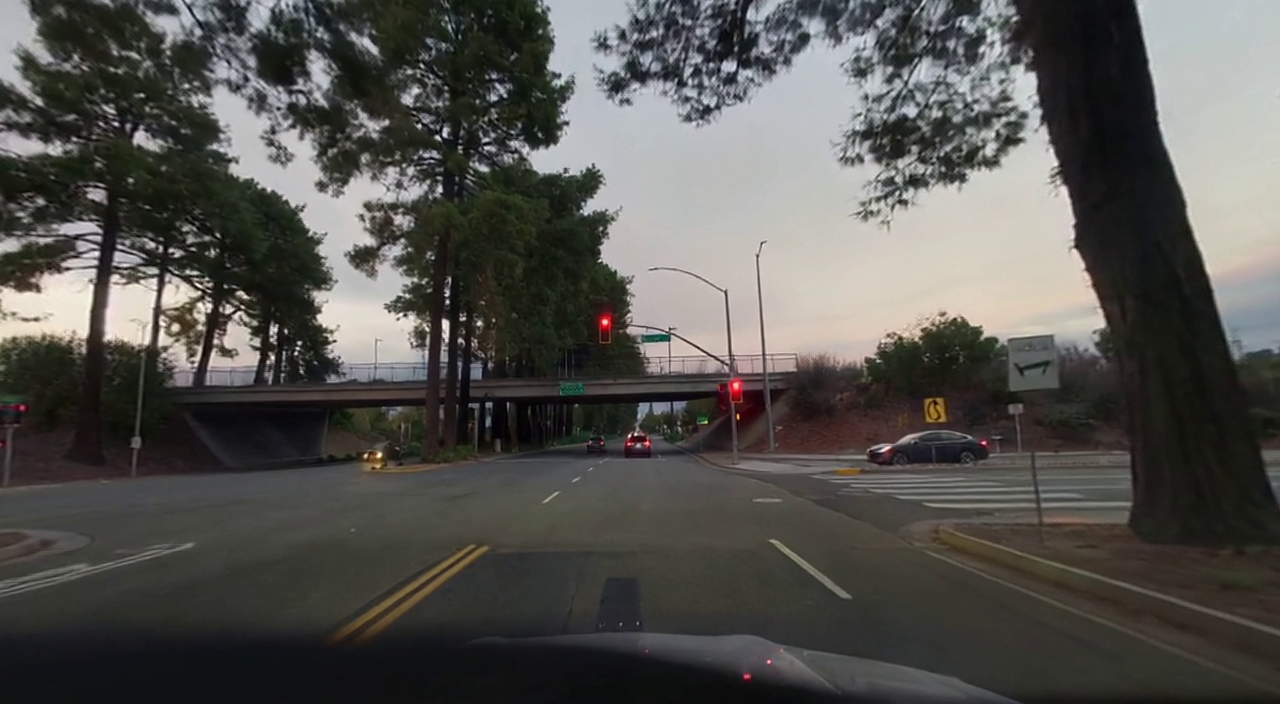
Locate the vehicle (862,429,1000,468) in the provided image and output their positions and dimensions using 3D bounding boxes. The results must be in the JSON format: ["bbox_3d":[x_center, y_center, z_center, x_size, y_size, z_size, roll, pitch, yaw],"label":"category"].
[{"bbox_3d":[11.649,3.884,25.459,4.691,1.466,1.800,1,-8,-7],"label":"vehicle"}]
